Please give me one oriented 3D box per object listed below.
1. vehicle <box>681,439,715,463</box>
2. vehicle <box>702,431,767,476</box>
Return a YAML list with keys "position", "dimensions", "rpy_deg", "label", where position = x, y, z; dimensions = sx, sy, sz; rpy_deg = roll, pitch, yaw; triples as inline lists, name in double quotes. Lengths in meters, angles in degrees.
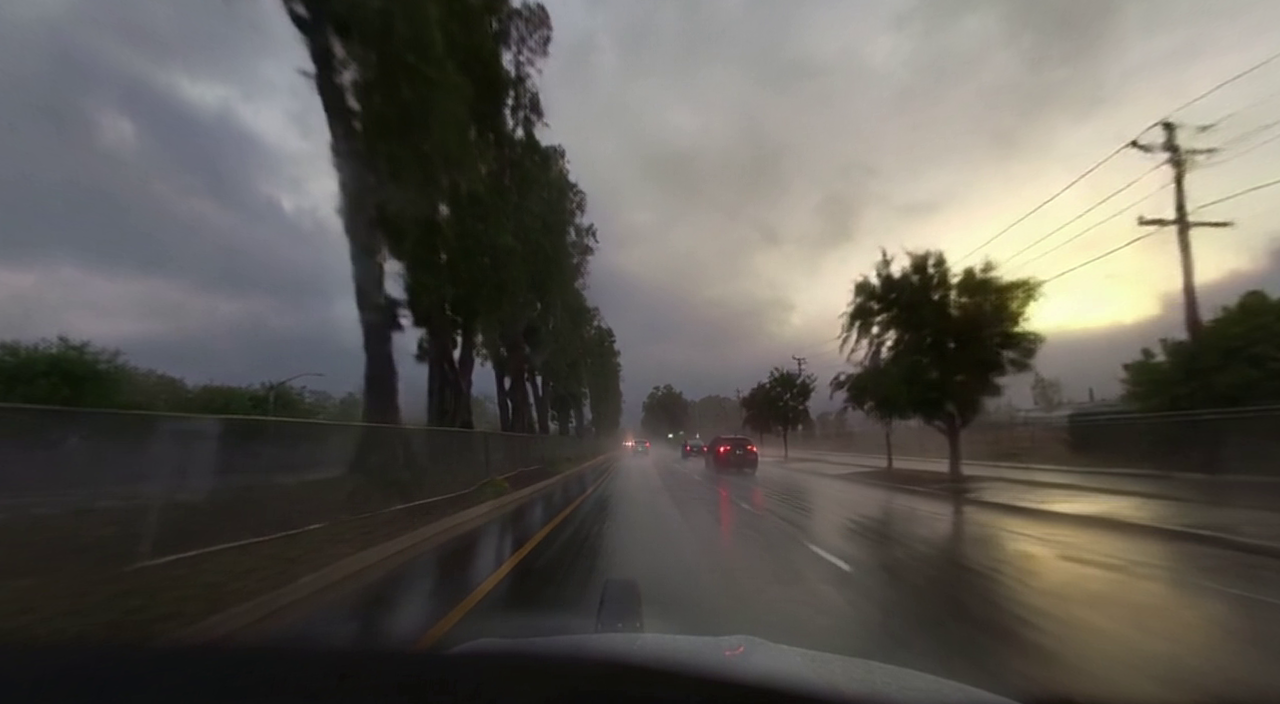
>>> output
- position: [4.051, 6.971, 44.634]
  dimensions: [2.012, 1.653, 4.115]
  rpy_deg: [0, -8, 0]
  label: "vehicle"
- position: [4.101, 4.515, 28.246]
  dimensions: [2.112, 1.825, 4.574]
  rpy_deg: [0, -8, -1]
  label: "vehicle"
